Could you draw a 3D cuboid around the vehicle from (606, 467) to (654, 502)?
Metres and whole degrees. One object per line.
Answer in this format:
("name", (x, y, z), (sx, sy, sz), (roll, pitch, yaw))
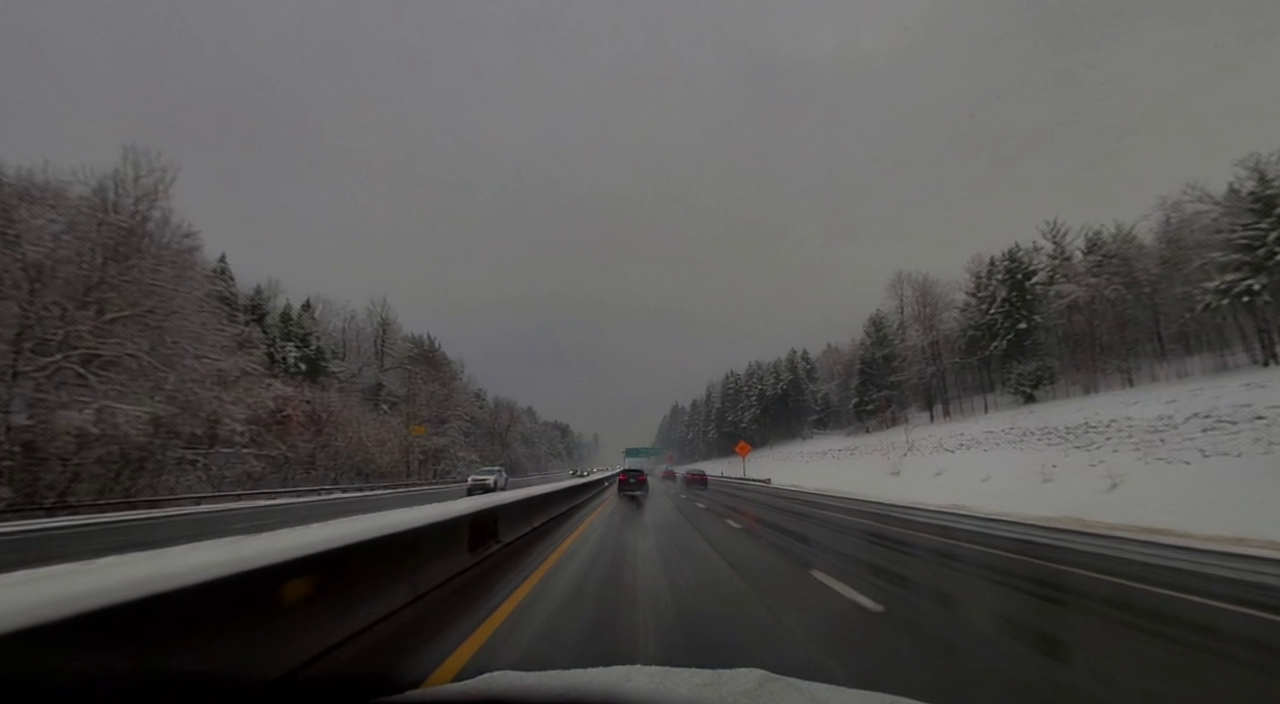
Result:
("vehicle", (-0.433, 6.094, 29.316), (2.060, 1.473, 3.726), (1, -10, 0))

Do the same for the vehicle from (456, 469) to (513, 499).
("vehicle", (-8.295, 7.066, 33.920), (1.970, 1.493, 3.879), (0, -10, 1))
